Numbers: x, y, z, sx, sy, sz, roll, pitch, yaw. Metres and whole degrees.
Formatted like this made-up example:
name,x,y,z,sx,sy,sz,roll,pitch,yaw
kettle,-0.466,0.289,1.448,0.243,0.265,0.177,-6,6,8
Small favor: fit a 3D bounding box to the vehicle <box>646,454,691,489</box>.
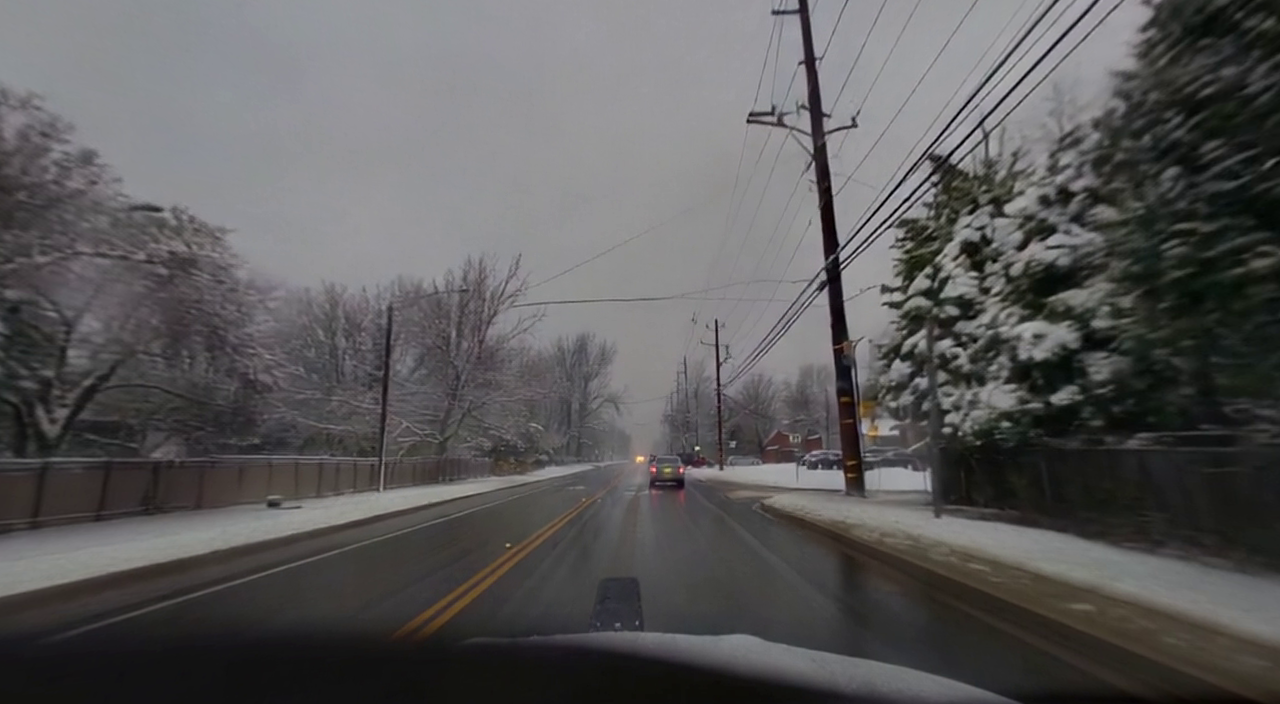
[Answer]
name,x,y,z,sx,sy,sz,roll,pitch,yaw
vehicle,1.296,5.661,30.196,1.975,1.497,3.647,0,-9,1
